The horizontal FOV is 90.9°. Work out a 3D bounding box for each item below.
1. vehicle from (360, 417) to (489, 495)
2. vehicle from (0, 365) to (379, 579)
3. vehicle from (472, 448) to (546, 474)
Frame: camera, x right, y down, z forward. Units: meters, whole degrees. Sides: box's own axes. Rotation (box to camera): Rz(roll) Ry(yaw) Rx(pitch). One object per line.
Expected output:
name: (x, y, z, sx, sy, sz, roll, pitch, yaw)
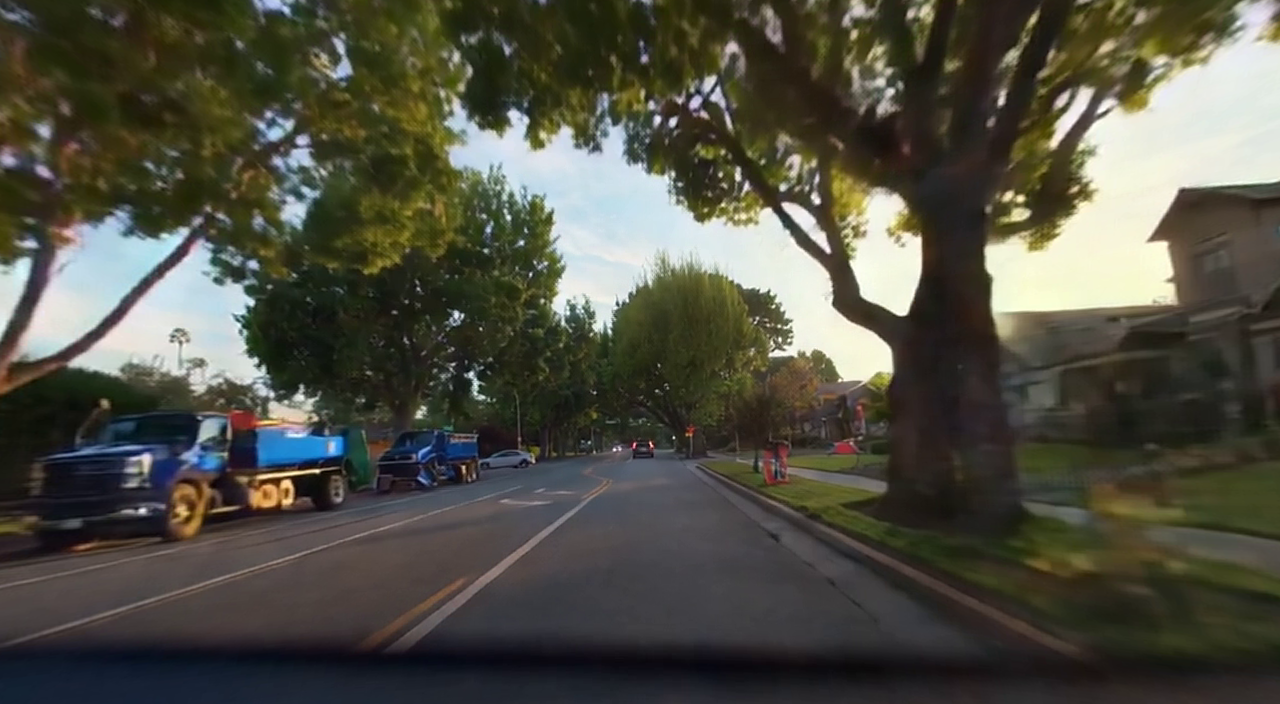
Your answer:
vehicle: (-9.051, 4.483, 27.531, 2.816, 2.723, 7.506, -5, -9, 1)
vehicle: (-9.390, 2.416, 14.021, 2.970, 3.068, 9.784, 0, -8, 0)
vehicle: (-8.921, 7.418, 43.156, 4.594, 1.696, 1.971, 0, -8, -1)
